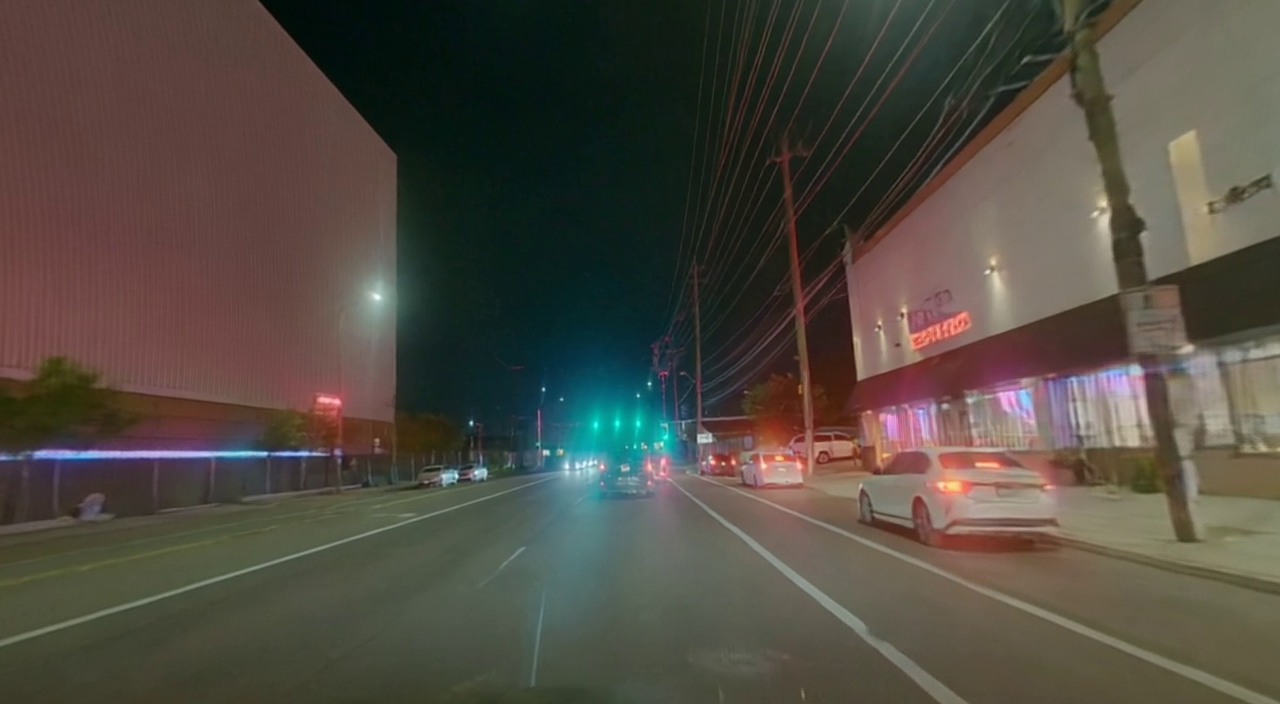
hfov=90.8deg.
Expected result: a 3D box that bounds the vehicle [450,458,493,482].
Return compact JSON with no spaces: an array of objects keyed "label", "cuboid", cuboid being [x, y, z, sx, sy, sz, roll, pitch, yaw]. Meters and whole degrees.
[{"label":"vehicle","cuboid":[-11.534,8.111,43.601,1.817,1.480,4.282,0,-9,0]}]

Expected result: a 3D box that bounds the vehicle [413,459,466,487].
[{"label":"vehicle","cuboid":[-11.800,7.127,37.481,1.828,1.457,4.371,0,-9,-2]}]

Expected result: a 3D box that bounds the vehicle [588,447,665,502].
[{"label":"vehicle","cuboid":[-0.354,3.688,19.457,2.116,1.479,3.980,0,-9,0]}]

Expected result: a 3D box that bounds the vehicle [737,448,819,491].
[{"label":"vehicle","cuboid":[5.115,4.403,24.103,1.987,1.459,4.677,0,-9,-1]}]

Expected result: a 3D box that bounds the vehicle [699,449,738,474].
[{"label":"vehicle","cuboid":[5.179,7.309,42.465,1.937,1.523,4.541,0,-9,-1]}]

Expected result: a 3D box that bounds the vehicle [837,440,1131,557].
[{"label":"vehicle","cuboid":[5.203,2.256,10.626,2.108,1.471,4.948,0,-9,-1]}]

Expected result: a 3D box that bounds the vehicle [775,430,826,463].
[{"label":"vehicle","cuboid":[11.309,6.710,44.980,2.329,2.145,5.841,1,-8,2]}]
